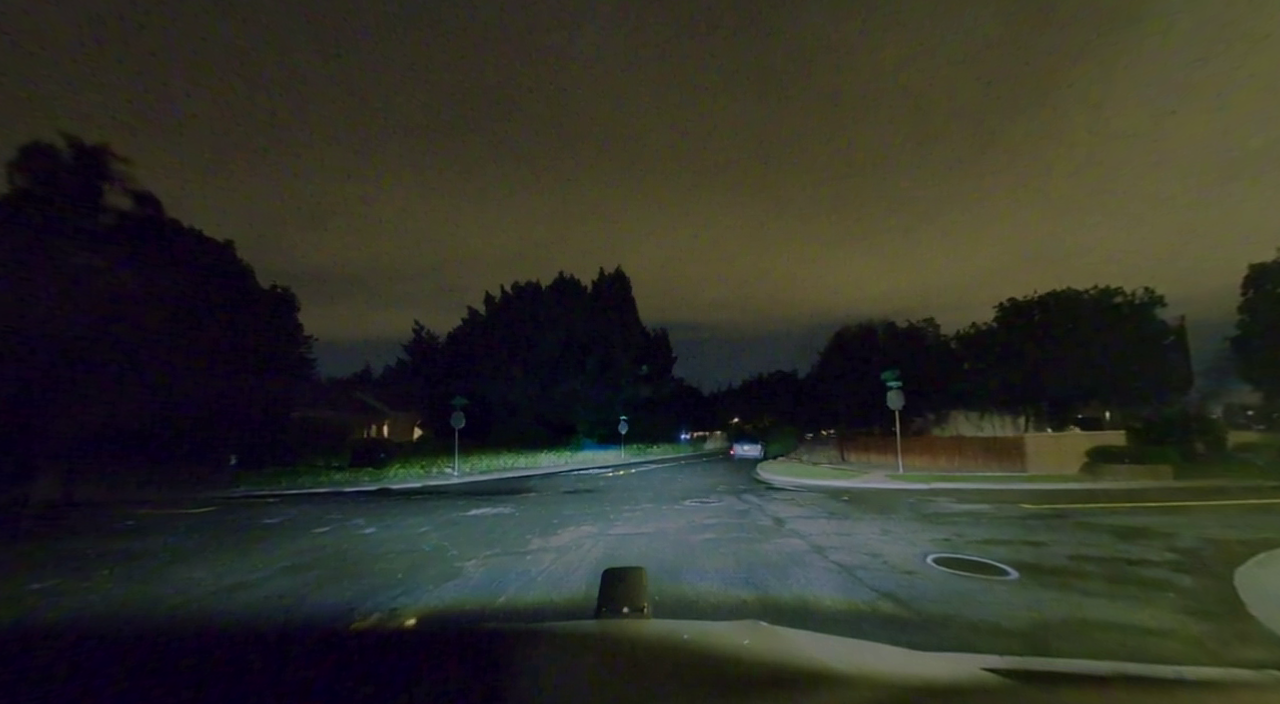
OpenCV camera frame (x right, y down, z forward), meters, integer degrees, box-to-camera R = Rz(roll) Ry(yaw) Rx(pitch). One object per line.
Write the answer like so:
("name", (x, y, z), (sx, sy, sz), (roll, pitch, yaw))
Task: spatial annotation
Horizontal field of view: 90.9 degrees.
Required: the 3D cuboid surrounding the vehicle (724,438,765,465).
("vehicle", (8.163, 7.651, 48.774), (2.258, 1.947, 4.762), (-3, -9, 20))
